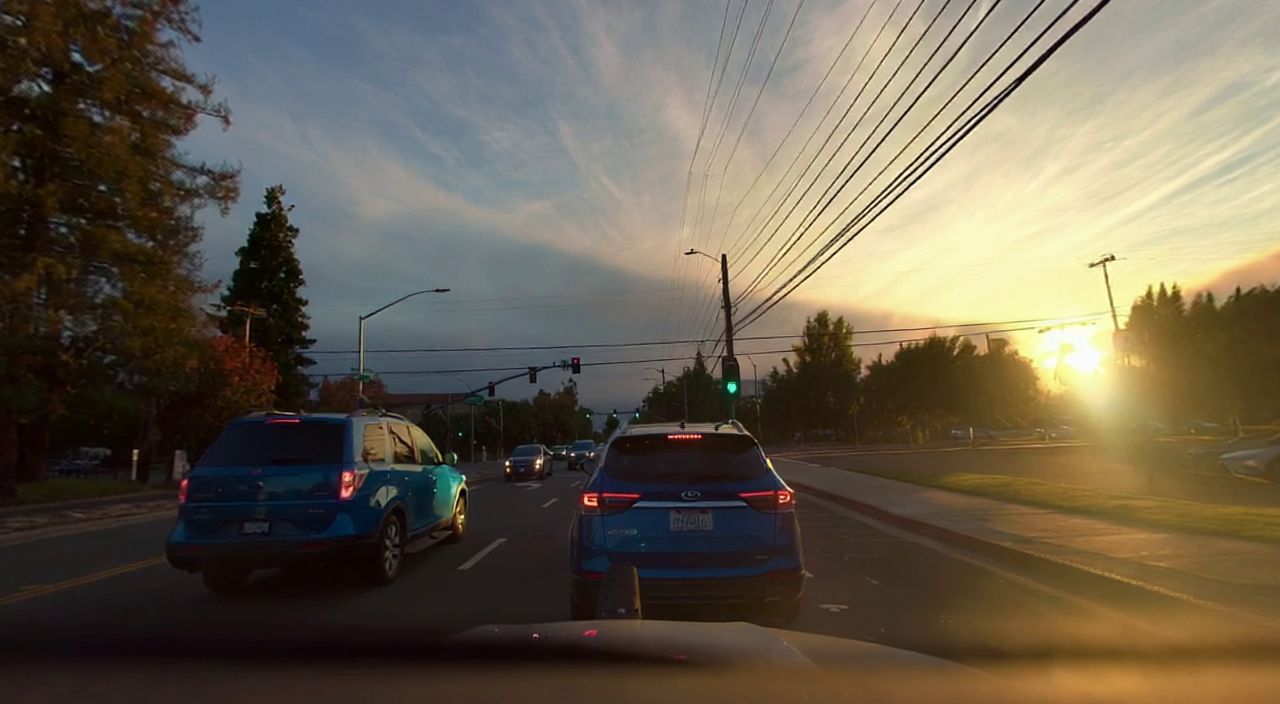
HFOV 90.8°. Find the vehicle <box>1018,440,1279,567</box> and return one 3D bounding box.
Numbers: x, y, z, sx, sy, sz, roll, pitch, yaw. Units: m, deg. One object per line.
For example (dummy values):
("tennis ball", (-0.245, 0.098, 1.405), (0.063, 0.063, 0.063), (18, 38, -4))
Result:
("vehicle", (8.380, 2.162, 9.920), (1.993, 1.508, 4.521), (0, -9, -1))

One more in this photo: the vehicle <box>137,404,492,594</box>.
("vehicle", (-3.473, 1.655, 7.962), (2.105, 1.706, 4.337), (0, -9, 0))

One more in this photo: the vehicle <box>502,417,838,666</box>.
("vehicle", (0.118, 1.457, 5.939), (2.056, 1.487, 4.003), (0, -9, -2))
